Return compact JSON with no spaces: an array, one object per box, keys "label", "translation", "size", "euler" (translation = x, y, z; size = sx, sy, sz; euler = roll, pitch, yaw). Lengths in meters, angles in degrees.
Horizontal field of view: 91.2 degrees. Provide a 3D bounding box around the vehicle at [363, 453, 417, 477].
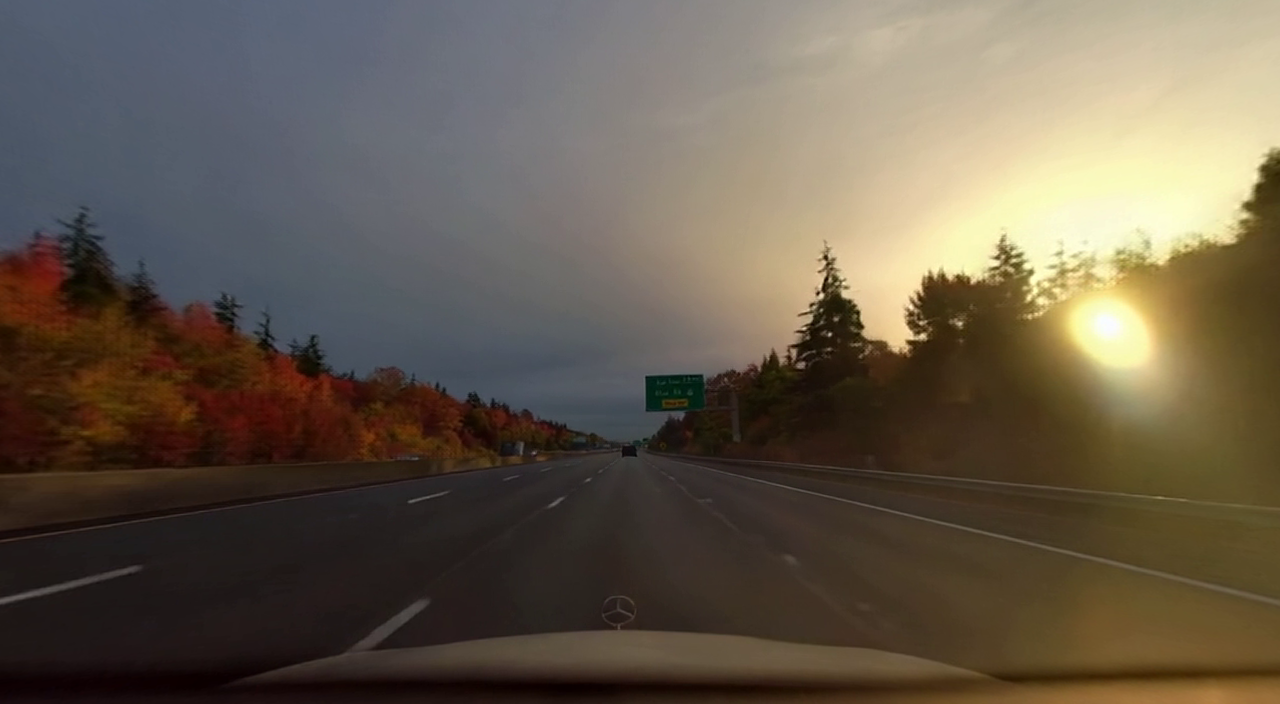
[{"label":"vehicle","translation":[-16.566,7.491,41.738],"size":[1.784,1.478,4.263],"euler":[0,-9,0]}]
